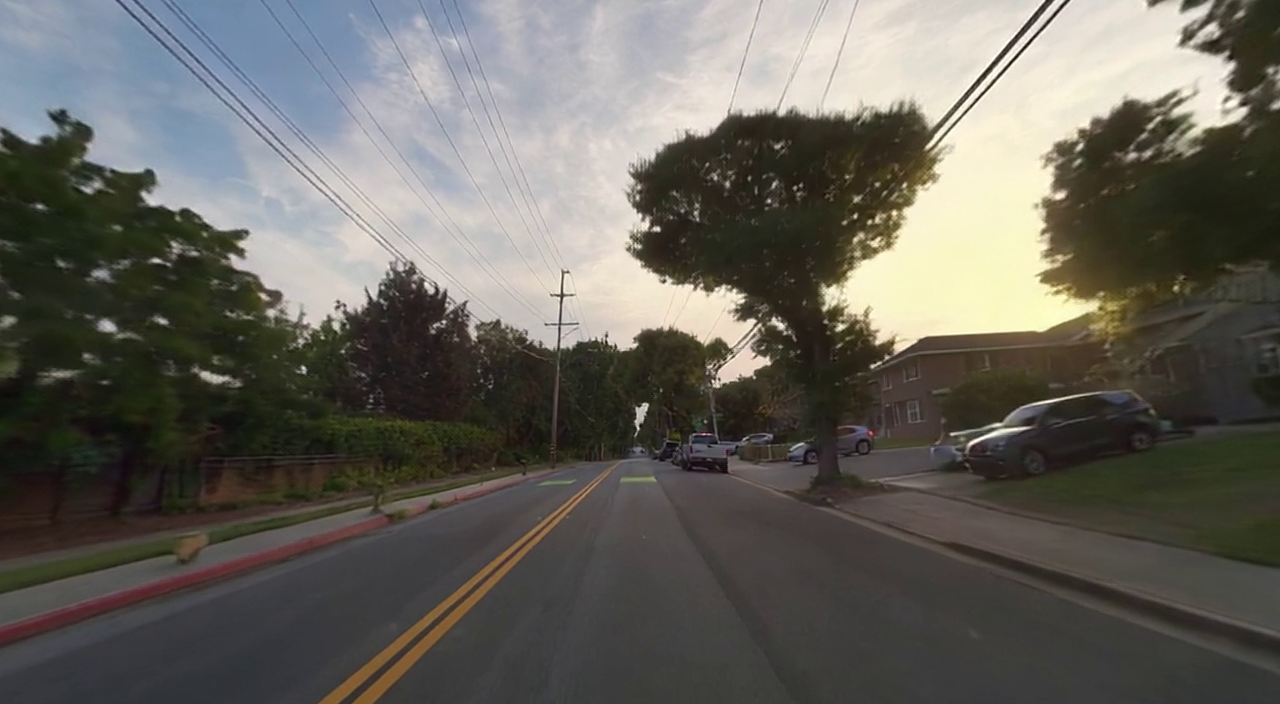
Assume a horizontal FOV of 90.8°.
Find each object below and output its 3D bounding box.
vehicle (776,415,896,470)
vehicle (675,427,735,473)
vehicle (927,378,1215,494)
[{"bbox_3d":[8.522,3.981,27.830,4.418,1.648,2.017,-9,-9,-2],"label":"vehicle"},{"bbox_3d":[3.065,4.839,31.272,2.347,2.070,5.735,0,-9,0],"label":"vehicle"},{"bbox_3d":[9.401,1.854,14.049,4.922,1.846,1.941,-6,-8,-5],"label":"vehicle"}]
